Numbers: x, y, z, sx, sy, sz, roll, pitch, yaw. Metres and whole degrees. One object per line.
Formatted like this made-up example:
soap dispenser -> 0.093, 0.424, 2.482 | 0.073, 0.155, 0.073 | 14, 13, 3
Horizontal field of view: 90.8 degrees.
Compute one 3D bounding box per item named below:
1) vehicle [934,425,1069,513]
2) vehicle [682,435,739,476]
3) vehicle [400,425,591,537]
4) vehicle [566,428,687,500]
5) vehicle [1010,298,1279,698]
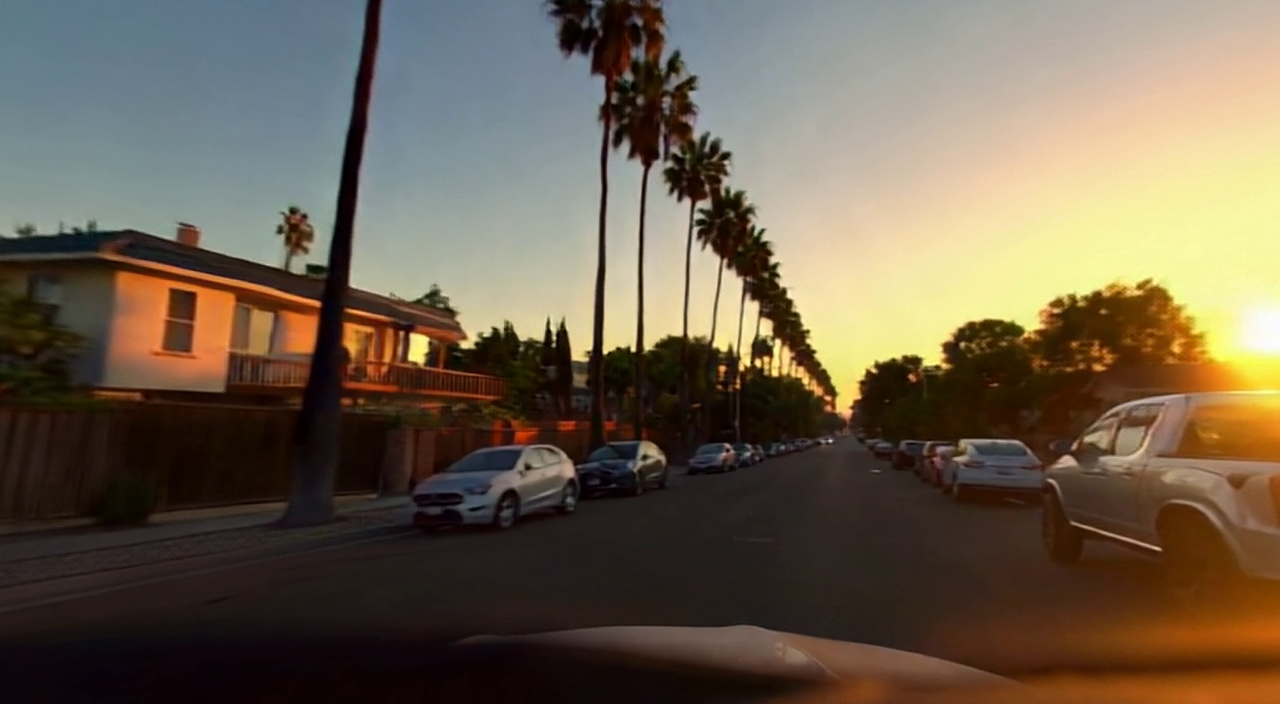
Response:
vehicle -> 9.029, 2.902, 16.275 | 1.964, 1.889, 4.708 | -3, -8, 17
vehicle -> 3.523, 5.018, 30.837 | 1.947, 1.803, 4.381 | -4, -9, 16
vehicle -> -2.445, 2.268, 11.794 | 1.816, 1.697, 3.777 | -3, -8, 17
vehicle -> -0.209, 3.292, 19.150 | 2.020, 1.819, 5.168 | -3, -8, 18
vehicle -> 5.719, 1.145, 5.723 | 2.649, 2.232, 6.576 | -3, -8, 18
